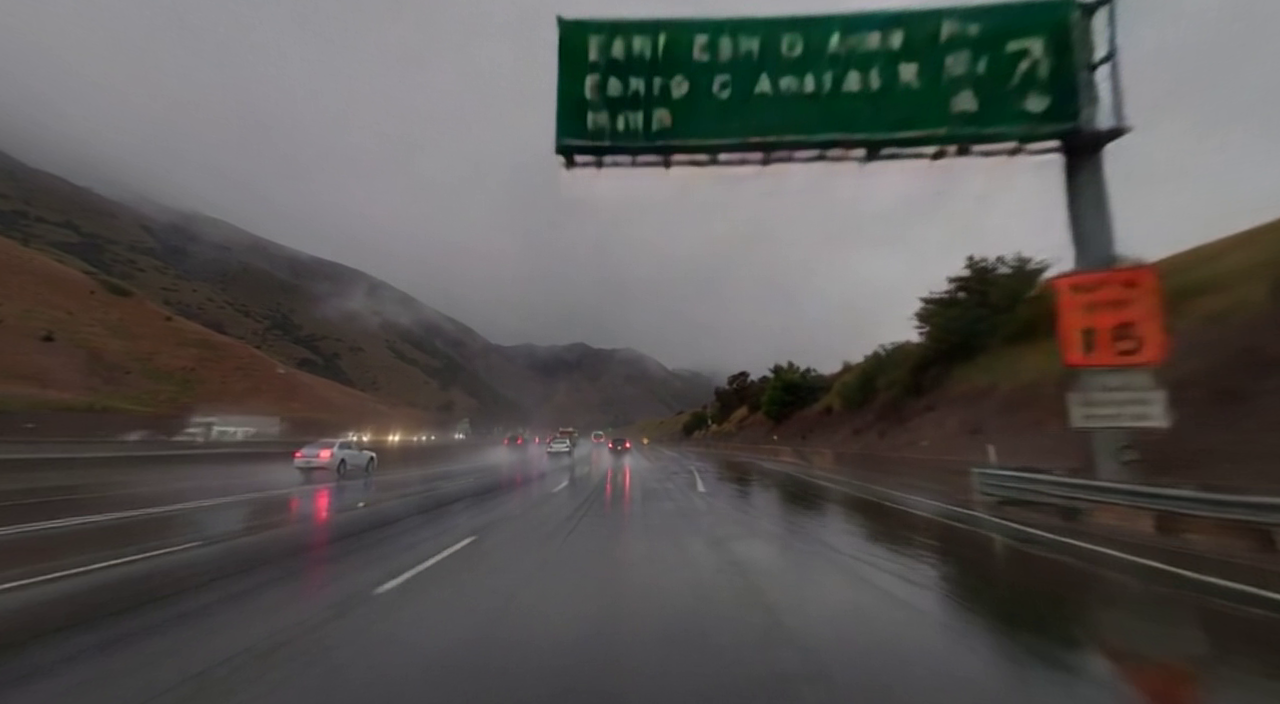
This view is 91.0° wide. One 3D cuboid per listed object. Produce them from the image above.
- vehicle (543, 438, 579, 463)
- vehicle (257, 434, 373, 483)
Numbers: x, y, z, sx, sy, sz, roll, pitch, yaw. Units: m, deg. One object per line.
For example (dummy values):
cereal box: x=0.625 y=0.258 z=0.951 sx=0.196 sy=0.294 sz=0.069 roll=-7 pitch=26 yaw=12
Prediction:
vehicle: x=-5.295 y=6.666 z=42.686 sx=2.060 sy=1.631 sz=4.214 roll=0 pitch=-8 yaw=-2
vehicle: x=-12.017 y=3.955 z=23.669 sx=2.047 sy=1.645 sz=4.451 roll=0 pitch=-8 yaw=-1
